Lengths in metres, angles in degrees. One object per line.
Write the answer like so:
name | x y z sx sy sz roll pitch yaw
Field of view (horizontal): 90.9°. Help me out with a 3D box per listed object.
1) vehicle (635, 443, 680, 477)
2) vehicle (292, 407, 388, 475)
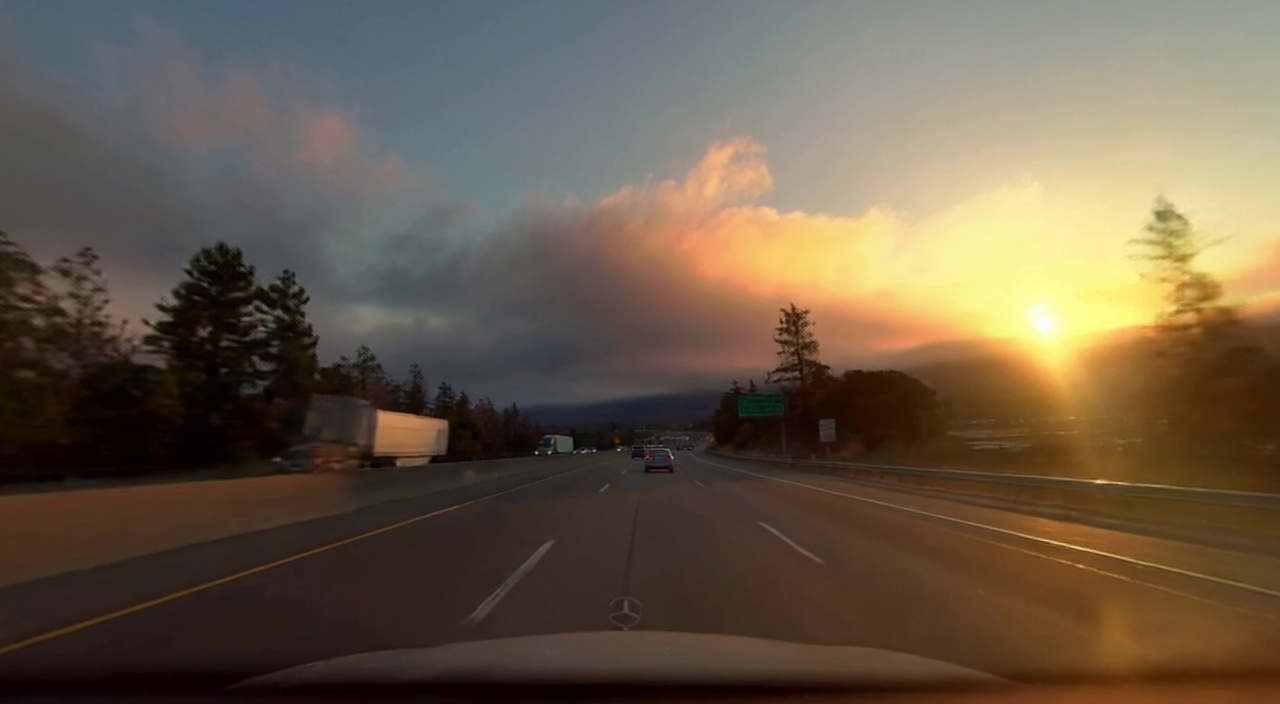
vehicle | 0.886 5.749 33.764 2.231 1.652 4.503 0 -9 0
vehicle | -18.795 5.695 40.027 2.989 3.992 5.889 0 -9 0
